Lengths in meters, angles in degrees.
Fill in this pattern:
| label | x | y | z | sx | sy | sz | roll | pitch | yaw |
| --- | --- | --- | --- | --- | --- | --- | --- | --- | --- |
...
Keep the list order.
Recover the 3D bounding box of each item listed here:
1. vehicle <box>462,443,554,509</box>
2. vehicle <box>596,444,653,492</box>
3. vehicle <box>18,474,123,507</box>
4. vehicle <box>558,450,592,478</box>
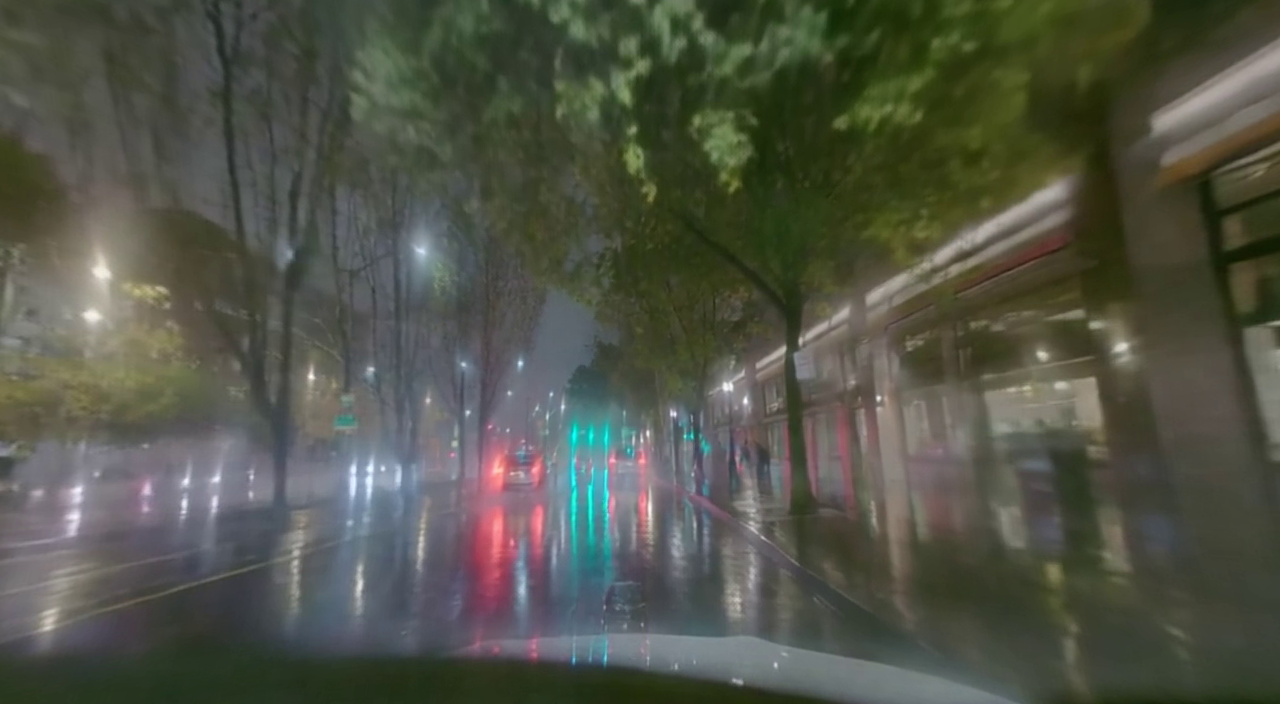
| label | x | y | z | sx | sy | sz | roll | pitch | yaw |
| --- | --- | --- | --- | --- | --- | --- | --- | --- | --- |
| vehicle | -3.773 | 3.607 | 18.746 | 1.940 | 1.722 | 3.823 | 1 | -9 | -1 |
| vehicle | -0.648 | 4.657 | 25.605 | 2.120 | 1.758 | 3.917 | 1 | -9 | -2 |
| vehicle | -32.074 | 7.768 | 35.673 | 1.913 | 1.579 | 4.379 | 1 | -9 | -2 |
| vehicle | -4.600 | 7.938 | 44.964 | 2.220 | 1.847 | 4.587 | 1 | -9 | -4 |
